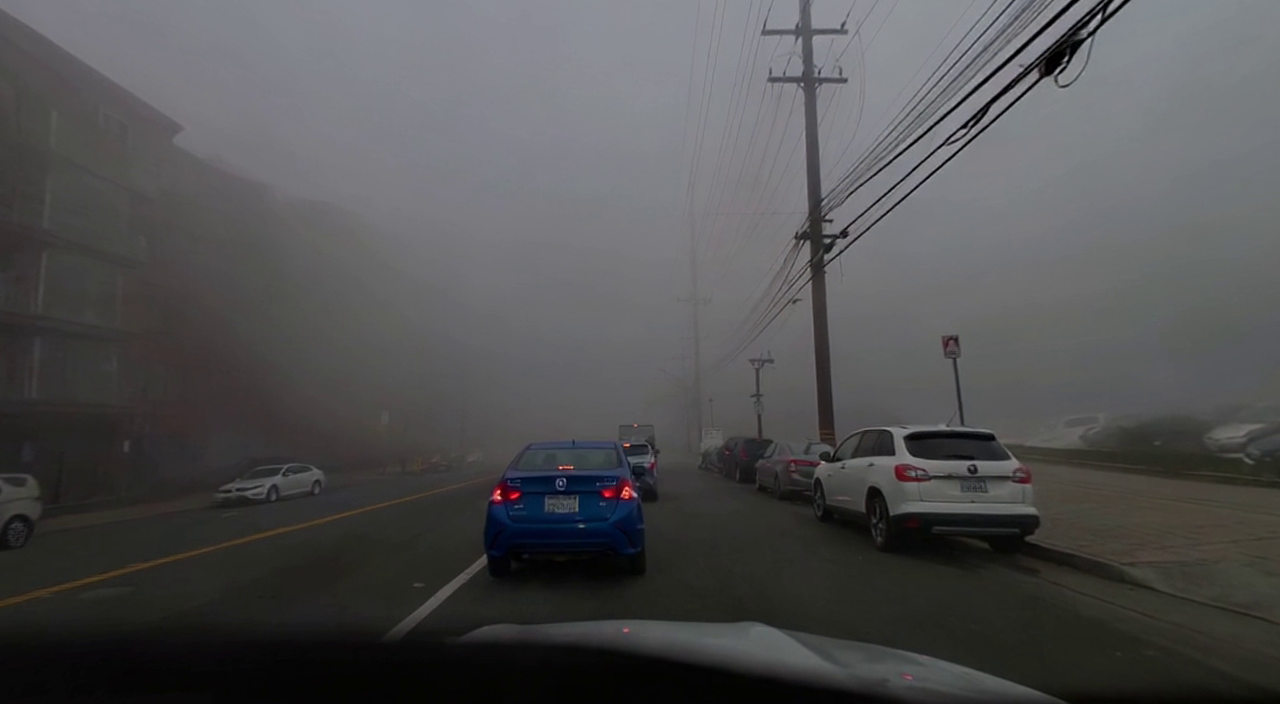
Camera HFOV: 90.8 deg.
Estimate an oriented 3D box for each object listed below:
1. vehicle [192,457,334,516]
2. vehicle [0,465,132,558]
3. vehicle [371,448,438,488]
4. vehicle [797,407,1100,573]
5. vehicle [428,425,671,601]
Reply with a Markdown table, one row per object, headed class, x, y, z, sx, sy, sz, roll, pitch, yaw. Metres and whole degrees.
| class | x | y | z | sx | sy | sz | roll | pitch | yaw |
| --- | --- | --- | --- | --- | --- | --- | --- | --- | --- |
| vehicle | -11.888 | 4.217 | 20.338 | 1.868 | 1.491 | 4.367 | -3 | -8 | 0 |
| vehicle | -11.913 | 2.909 | 11.300 | 1.850 | 1.487 | 4.711 | -3 | -8 | -1 |
| vehicle | -11.921 | 5.866 | 32.237 | 2.011 | 1.687 | 4.079 | -5 | -8 | -3 |
| vehicle | 3.790 | 1.768 | 8.890 | 1.967 | 1.721 | 4.410 | 0 | -8 | -1 |
| vehicle | -0.752 | 1.691 | 7.636 | 2.019 | 1.453 | 4.603 | 0 | -8 | 0 |
